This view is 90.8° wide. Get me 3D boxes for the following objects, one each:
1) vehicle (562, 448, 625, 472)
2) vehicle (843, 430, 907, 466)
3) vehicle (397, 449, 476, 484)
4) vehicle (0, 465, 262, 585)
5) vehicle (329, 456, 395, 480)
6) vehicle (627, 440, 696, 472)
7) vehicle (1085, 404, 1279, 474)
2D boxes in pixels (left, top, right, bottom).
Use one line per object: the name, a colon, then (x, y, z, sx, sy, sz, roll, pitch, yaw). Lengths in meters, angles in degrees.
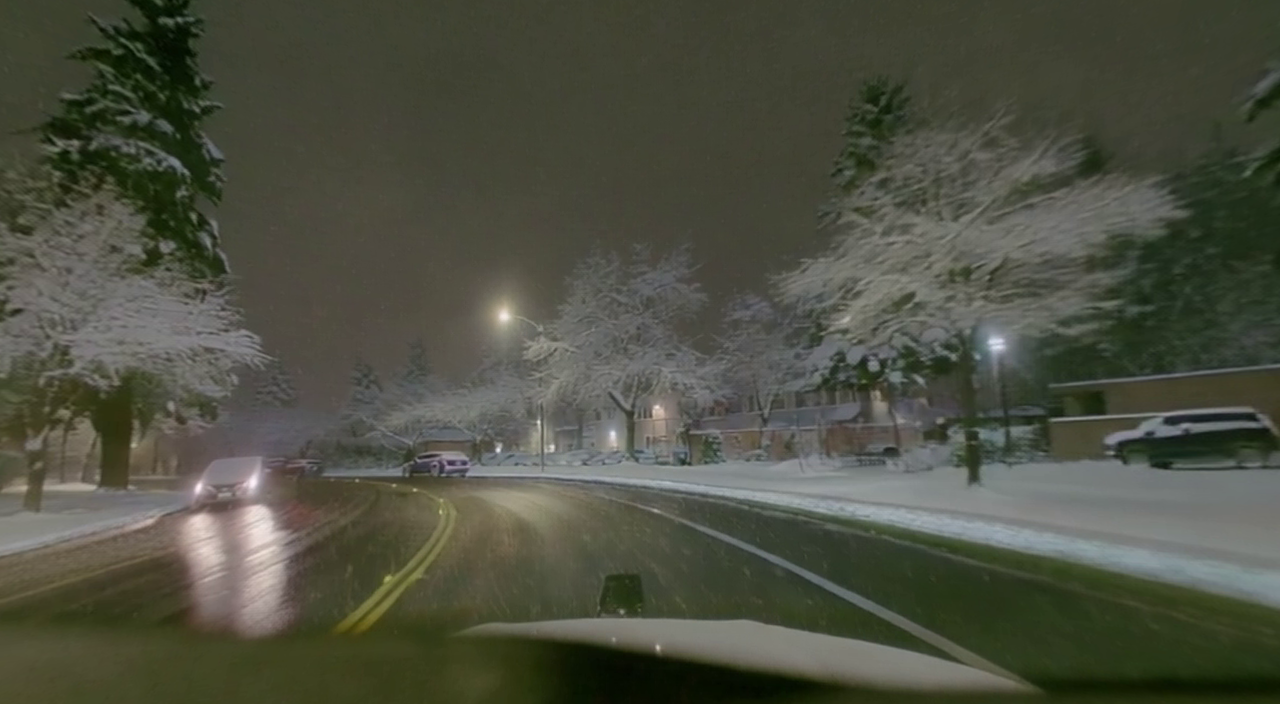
vehicle: (-3.113, 7.398, 43.338, 2.036, 1.517, 4.225, -7, -11, 36)
vehicle: (12.191, 4.931, 32.591, 1.900, 1.711, 4.666, -6, -10, 35)
vehicle: (-12.223, 6.754, 37.752, 5.202, 1.817, 2.042, -6, -10, 42)
vehicle: (-9.793, 2.961, 11.806, 2.772, 1.161, 7.241, -1, -7, -15)
vehicle: (-19.623, 8.099, 44.462, 4.611, 1.519, 2.053, -6, -10, 34)
vehicle: (1.460, 6.616, 40.548, 2.229, 1.723, 4.372, -6, -7, 38)
vehicle: (14.102, 2.230, 16.106, 4.308, 1.433, 1.871, -9, -8, 33)
